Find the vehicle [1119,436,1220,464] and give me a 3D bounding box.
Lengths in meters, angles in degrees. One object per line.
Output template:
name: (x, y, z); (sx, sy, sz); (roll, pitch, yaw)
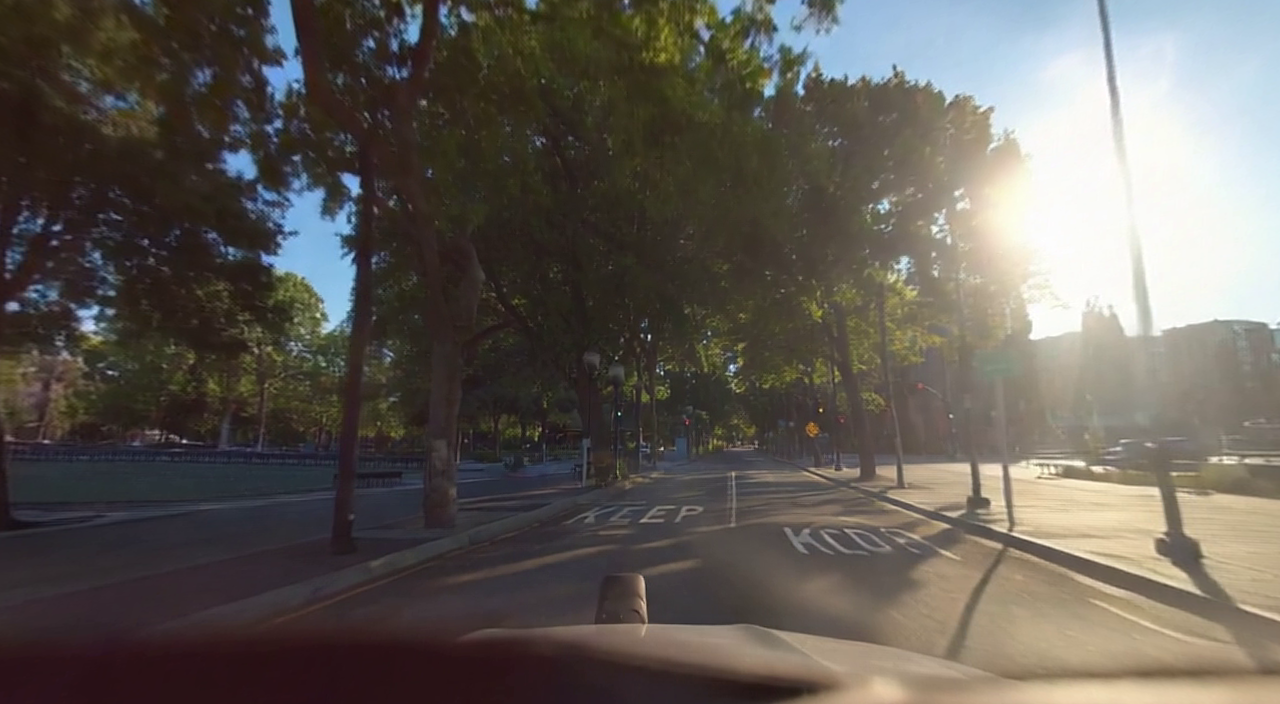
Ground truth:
vehicle: (38.733, 7.196, 46.343); (5.090, 1.925, 2.103); (-2, -9, 11)
